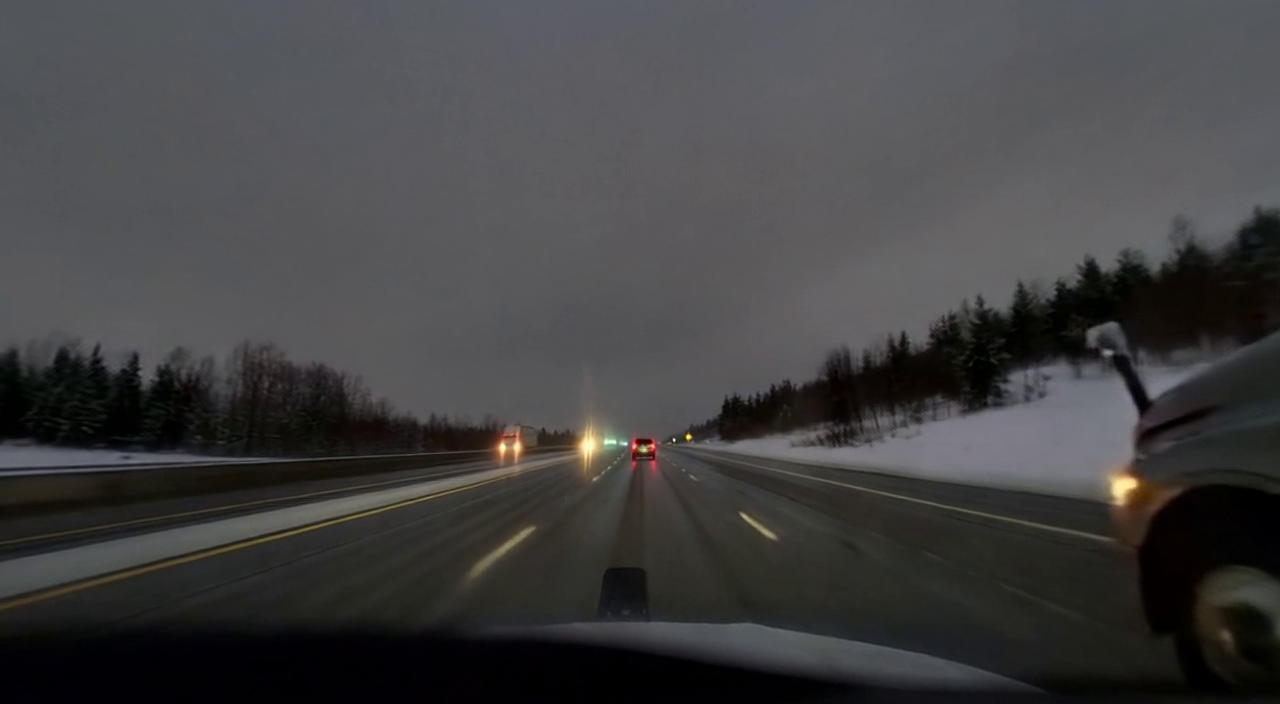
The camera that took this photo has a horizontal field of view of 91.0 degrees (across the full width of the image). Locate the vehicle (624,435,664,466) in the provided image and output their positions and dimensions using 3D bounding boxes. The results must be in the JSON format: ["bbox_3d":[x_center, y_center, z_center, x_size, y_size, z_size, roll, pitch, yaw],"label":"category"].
[{"bbox_3d":[0.228,5.619,35.942,2.111,1.635,4.177,0,-8,0],"label":"vehicle"}]
